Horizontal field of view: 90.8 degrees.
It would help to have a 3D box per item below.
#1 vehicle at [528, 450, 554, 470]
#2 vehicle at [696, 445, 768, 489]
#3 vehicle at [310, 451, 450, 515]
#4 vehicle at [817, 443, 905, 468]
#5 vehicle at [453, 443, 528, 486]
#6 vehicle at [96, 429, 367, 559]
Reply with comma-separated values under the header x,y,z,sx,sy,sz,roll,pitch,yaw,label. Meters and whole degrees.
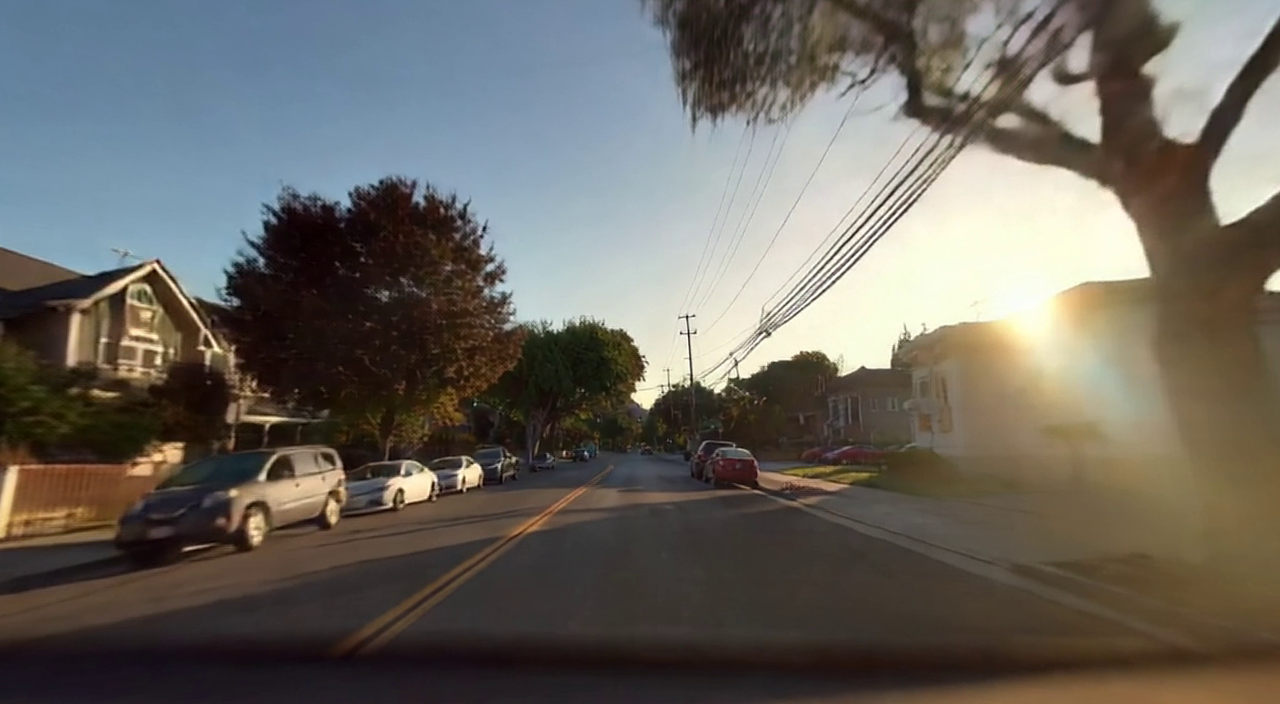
x,y,z,sx,sy,sz,roll,pitch,yaw,label
-7.669,8.401,49.208,1.902,1.456,4.451,1,-9,-7,vehicle
3.289,4.215,23.446,1.869,1.453,4.237,0,-9,-2,vehicle
-6.839,3.464,17.244,1.860,1.469,4.573,0,-9,0,vehicle
16.072,7.528,46.221,5.662,1.761,2.050,0,-9,0,vehicle
-6.807,5.166,29.442,2.151,1.789,5.482,0,-9,0,vehicle
-6.750,2.350,11.200,1.963,1.820,4.297,0,-9,-2,vehicle
